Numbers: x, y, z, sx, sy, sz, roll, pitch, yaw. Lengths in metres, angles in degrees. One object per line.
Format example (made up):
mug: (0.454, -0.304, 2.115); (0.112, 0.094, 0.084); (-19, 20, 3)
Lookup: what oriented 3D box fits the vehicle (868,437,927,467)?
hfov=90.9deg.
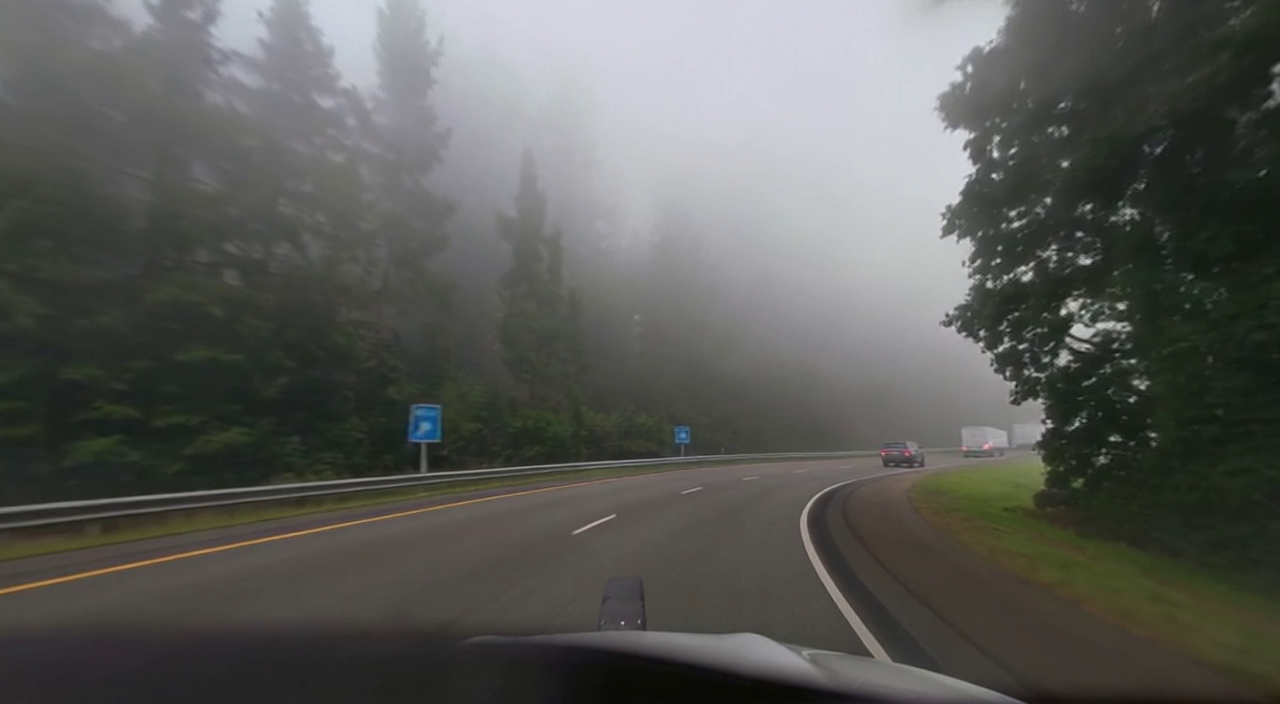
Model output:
vehicle: (15.480, 5.969, 37.778); (2.221, 1.674, 4.325); (-7, -11, 36)
